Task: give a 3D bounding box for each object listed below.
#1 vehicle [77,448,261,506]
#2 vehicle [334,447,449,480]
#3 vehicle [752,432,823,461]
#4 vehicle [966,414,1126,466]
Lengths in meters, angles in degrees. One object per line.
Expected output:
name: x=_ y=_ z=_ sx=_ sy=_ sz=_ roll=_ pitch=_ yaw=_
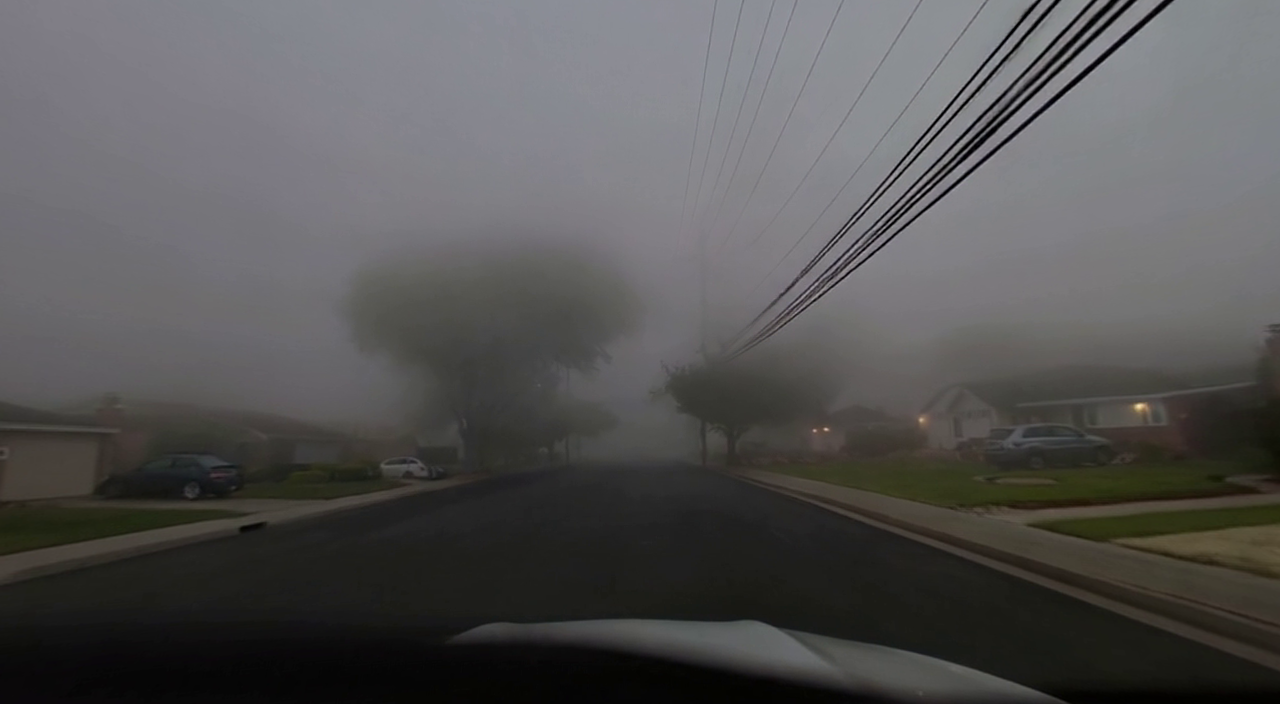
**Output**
vehicle: x=-14.950 y=3.960 z=20.559 sx=1.978 sy=1.586 sz=5.192 roll=0 pitch=-8 yaw=0
vehicle: x=-12.478 y=5.612 z=31.889 sx=4.893 sy=1.567 sz=2.105 roll=-1 pitch=-8 yaw=6
vehicle: x=10.666 y=6.884 z=46.007 sx=4.686 sy=1.786 sz=2.019 roll=-4 pitch=-8 yaw=6
vehicle: x=14.797 y=3.254 z=23.276 sx=4.373 sy=1.759 sz=2.093 roll=0 pitch=-9 yaw=4
